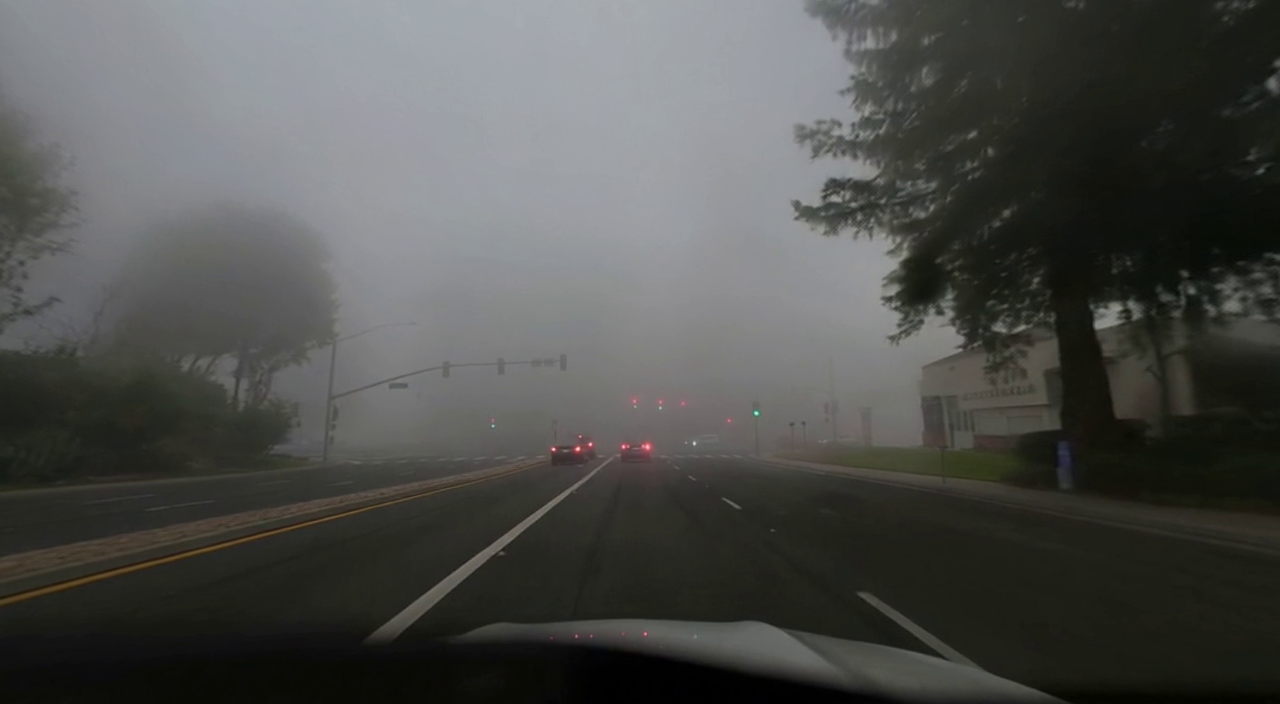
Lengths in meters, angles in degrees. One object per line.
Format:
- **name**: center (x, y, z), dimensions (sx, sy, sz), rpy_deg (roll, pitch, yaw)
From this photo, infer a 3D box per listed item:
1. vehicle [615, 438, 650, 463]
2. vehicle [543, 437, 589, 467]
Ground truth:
- **vehicle**: center (-0.484, 6.112, 39.278), dimensions (2.066, 1.482, 3.923), rpy_deg (0, -8, -1)
- **vehicle**: center (-3.899, 5.386, 34.060), dimensions (1.942, 1.497, 4.561), rpy_deg (0, -8, 0)
